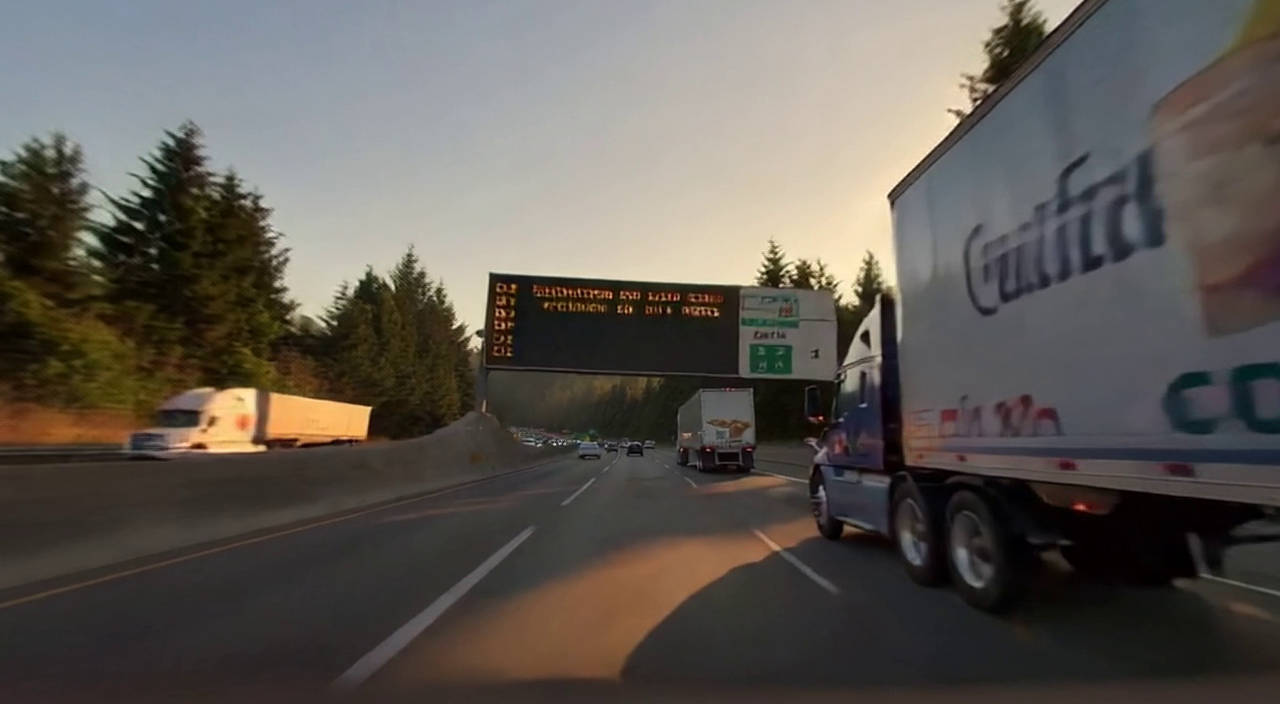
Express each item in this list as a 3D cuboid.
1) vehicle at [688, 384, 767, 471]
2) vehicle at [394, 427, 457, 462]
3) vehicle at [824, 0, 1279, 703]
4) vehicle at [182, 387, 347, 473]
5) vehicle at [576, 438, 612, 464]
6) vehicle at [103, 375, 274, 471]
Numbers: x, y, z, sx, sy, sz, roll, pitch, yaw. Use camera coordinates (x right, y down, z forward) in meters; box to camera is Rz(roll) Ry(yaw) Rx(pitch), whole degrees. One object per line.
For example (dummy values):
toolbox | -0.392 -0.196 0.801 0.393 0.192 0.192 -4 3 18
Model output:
vehicle | 4.435 4.206 34.038 3.085 4.062 8.965 0 -9 1
vehicle | -11.982 5.211 35.494 1.971 1.816 4.350 0 -8 0
vehicle | 3.791 -0.669 0.384 3.116 3.992 13.748 0 -8 0
vehicle | -15.999 3.482 27.638 2.704 3.282 7.174 -1 -8 1
vehicle | -3.147 6.851 43.758 2.206 1.644 4.027 0 -8 0
vehicle | -20.057 3.282 28.549 3.108 3.882 5.974 0 -8 0
